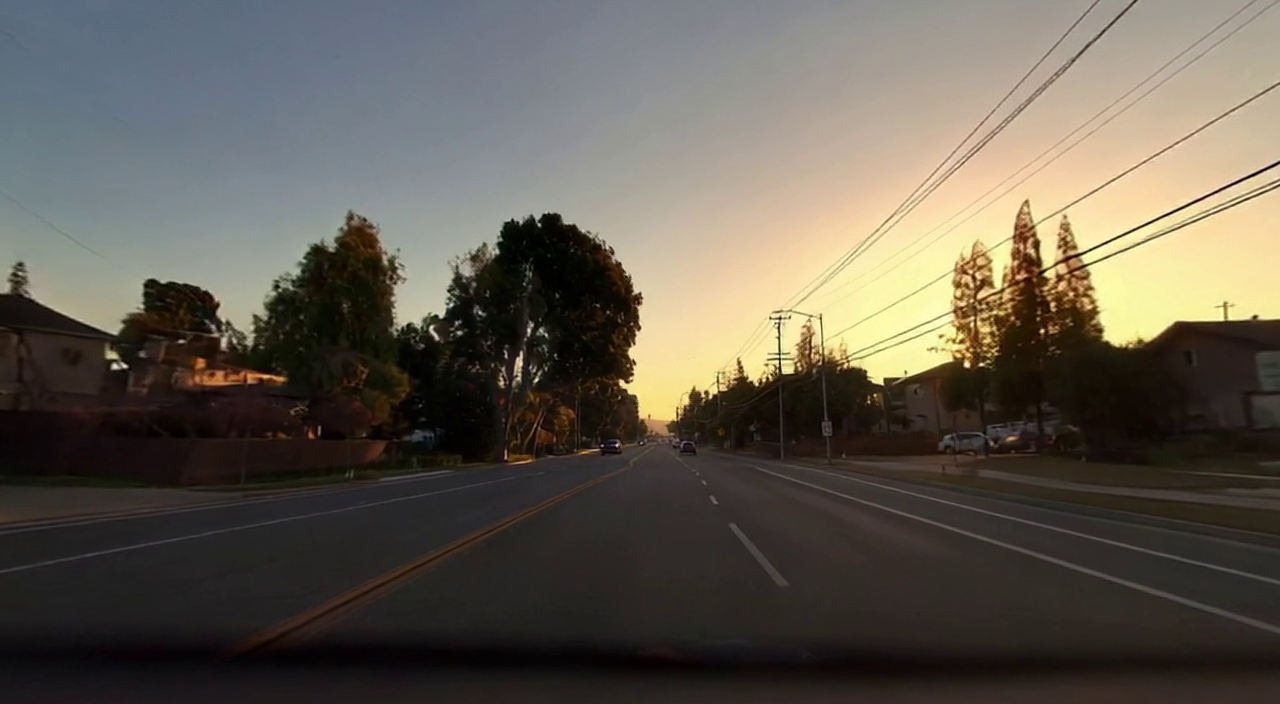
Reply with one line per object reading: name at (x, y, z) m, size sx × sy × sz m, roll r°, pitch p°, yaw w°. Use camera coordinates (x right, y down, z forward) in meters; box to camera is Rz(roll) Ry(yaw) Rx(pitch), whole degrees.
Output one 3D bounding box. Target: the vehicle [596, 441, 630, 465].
vehicle at (-2.061, 7.842, 49.009) m, size 2.107 × 1.697 × 4.736 m, roll -1°, pitch -9°, yaw 4°
